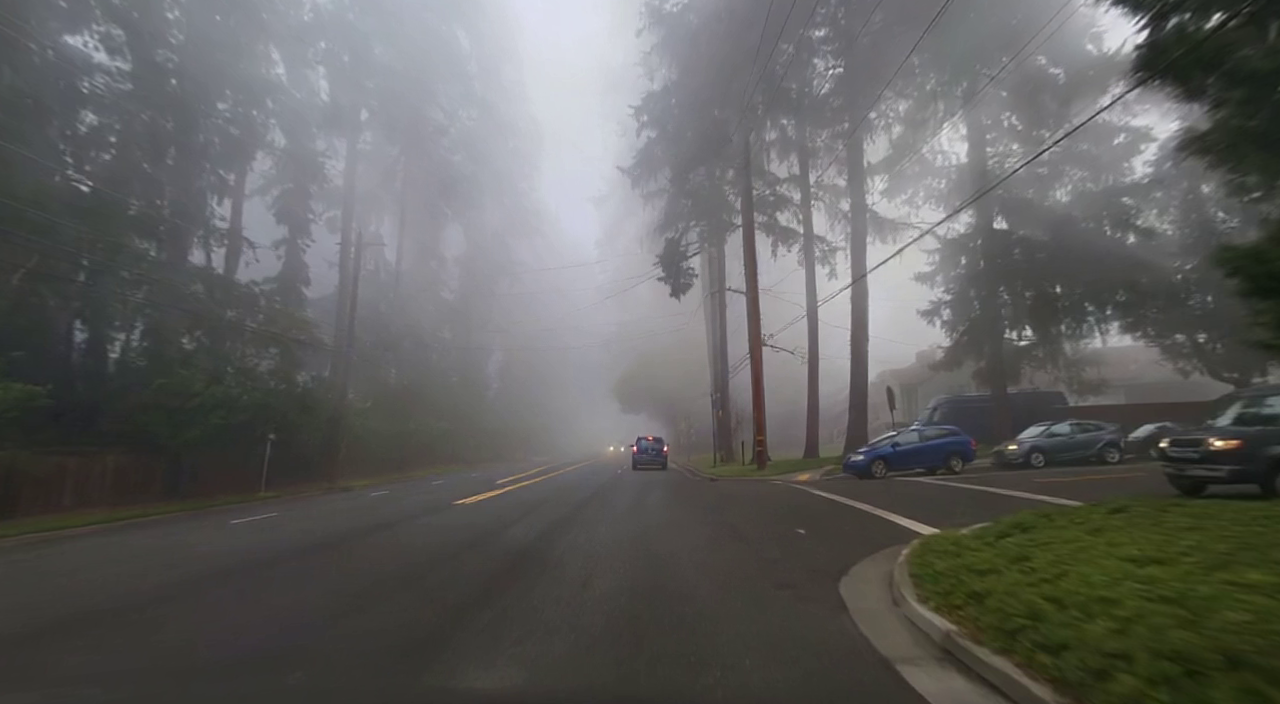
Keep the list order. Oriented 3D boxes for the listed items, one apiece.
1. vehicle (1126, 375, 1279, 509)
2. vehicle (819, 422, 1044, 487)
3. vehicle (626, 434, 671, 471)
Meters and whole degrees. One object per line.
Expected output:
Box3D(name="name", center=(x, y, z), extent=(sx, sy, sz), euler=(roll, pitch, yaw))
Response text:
Box3D(name="vehicle", center=(10.930, 1.360, 9.615), extent=(5.166, 1.827, 2.040), euler=(-1, -9, 2))
Box3D(name="vehicle", center=(6.933, 2.497, 15.413), extent=(4.543, 1.472, 1.830), euler=(0, -9, 2))
Box3D(name="vehicle", center=(0.412, 5.009, 31.531), extent=(2.120, 1.718, 3.909), euler=(0, -9, 1))
